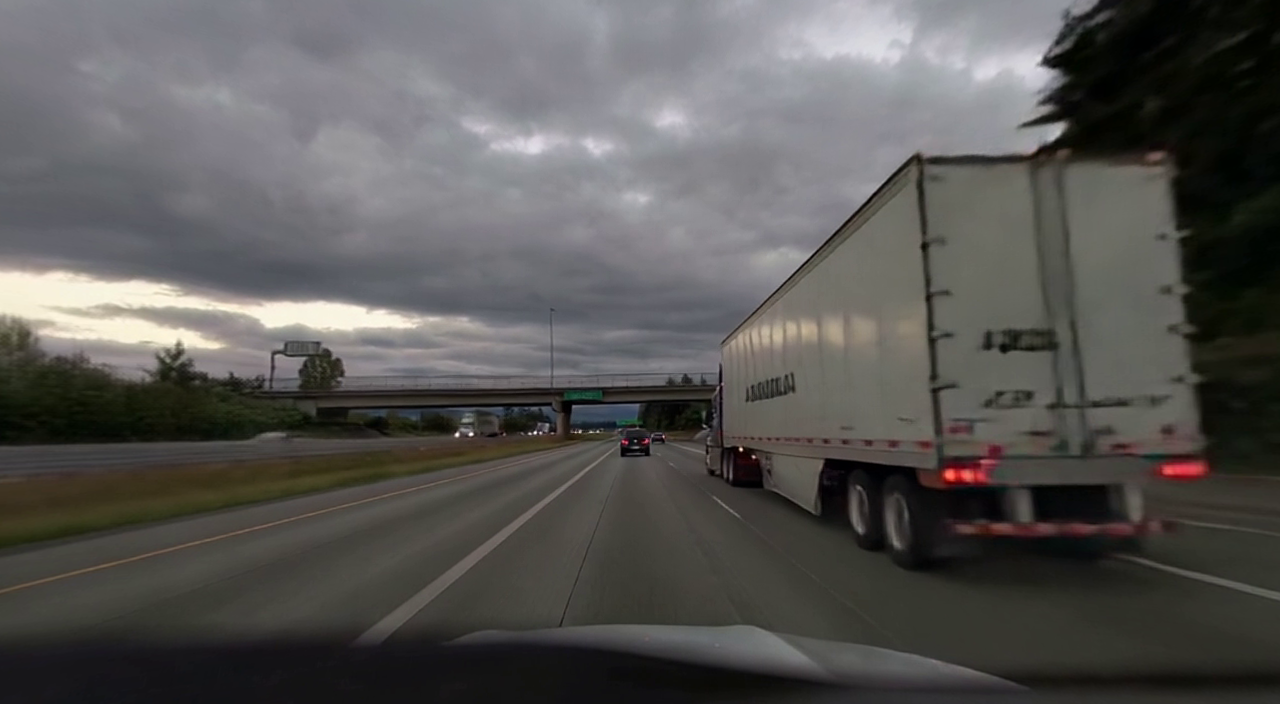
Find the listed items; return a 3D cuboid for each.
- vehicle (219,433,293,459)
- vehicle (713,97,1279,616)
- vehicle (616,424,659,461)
[{"bbox_3d":[-22.700,5.555,37.468,1.758,1.455,4.298,0,-8,-1],"label":"vehicle"},{"bbox_3d":[3.873,0.862,11.858,2.987,4.021,14.105,0,-8,-1],"label":"vehicle"},{"bbox_3d":[-0.182,5.078,35.508,2.277,1.913,4.510,0,-8,-1],"label":"vehicle"}]
